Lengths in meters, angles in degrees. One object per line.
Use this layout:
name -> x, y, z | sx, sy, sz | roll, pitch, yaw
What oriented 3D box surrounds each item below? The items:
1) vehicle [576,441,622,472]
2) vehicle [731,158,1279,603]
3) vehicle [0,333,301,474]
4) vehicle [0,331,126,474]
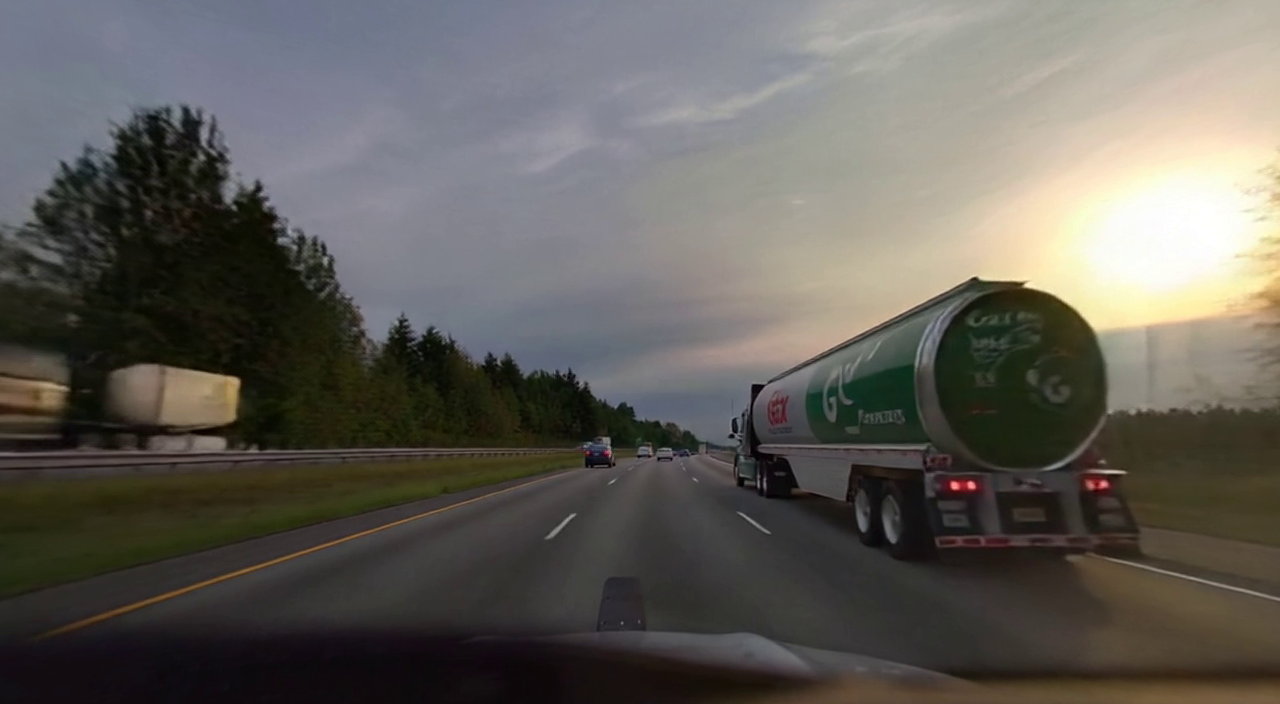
vehicle -> -2.357, 6.166, 37.351 | 2.205, 1.728, 4.397 | -1, -9, 3
vehicle -> 4.426, 1.210, 12.517 | 3.057, 3.993, 13.914 | 0, -9, 0
vehicle -> -19.353, 2.583, 25.419 | 2.914, 4.061, 14.588 | 0, -9, 2
vehicle -> -19.581, 1.599, 18.835 | 2.971, 4.003, 6.027 | 0, -9, 1
